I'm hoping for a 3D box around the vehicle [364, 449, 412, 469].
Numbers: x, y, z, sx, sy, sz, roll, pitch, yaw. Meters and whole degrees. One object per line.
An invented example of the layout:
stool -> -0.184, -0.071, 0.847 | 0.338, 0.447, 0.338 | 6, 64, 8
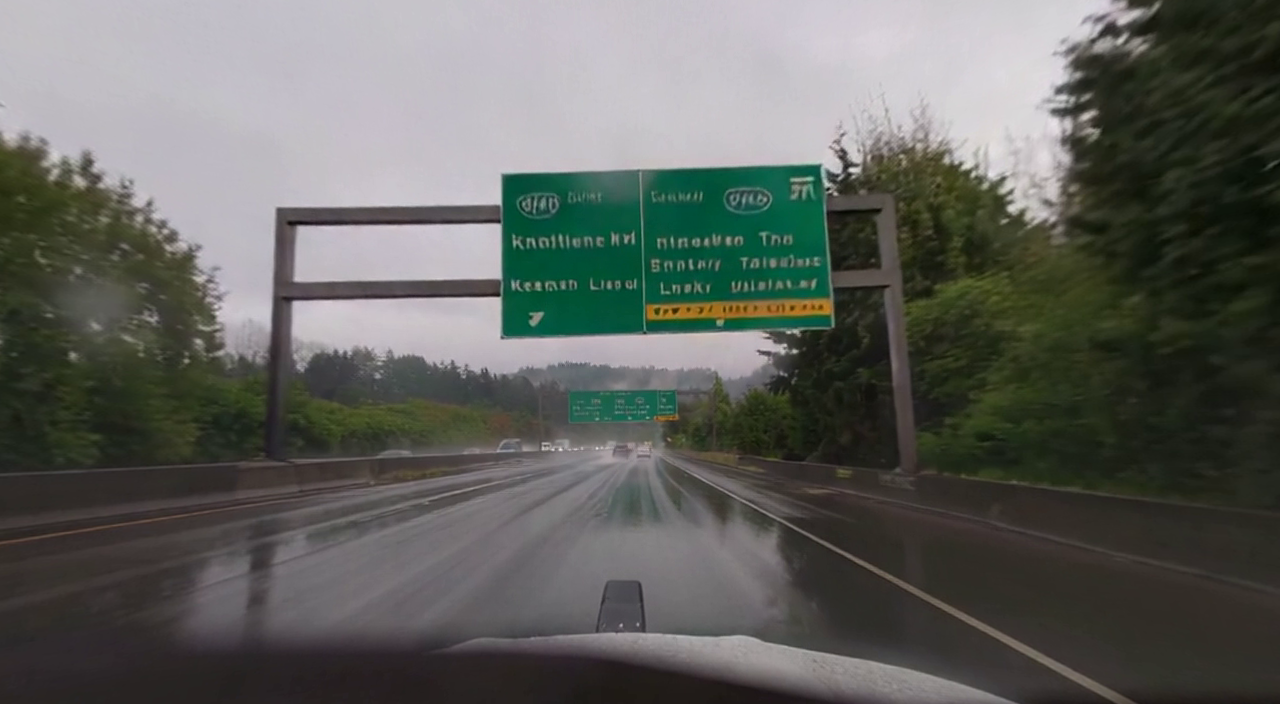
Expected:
vehicle -> -19.659, 8.353, 49.489 | 1.891, 1.423, 4.418 | 1, -9, 1
